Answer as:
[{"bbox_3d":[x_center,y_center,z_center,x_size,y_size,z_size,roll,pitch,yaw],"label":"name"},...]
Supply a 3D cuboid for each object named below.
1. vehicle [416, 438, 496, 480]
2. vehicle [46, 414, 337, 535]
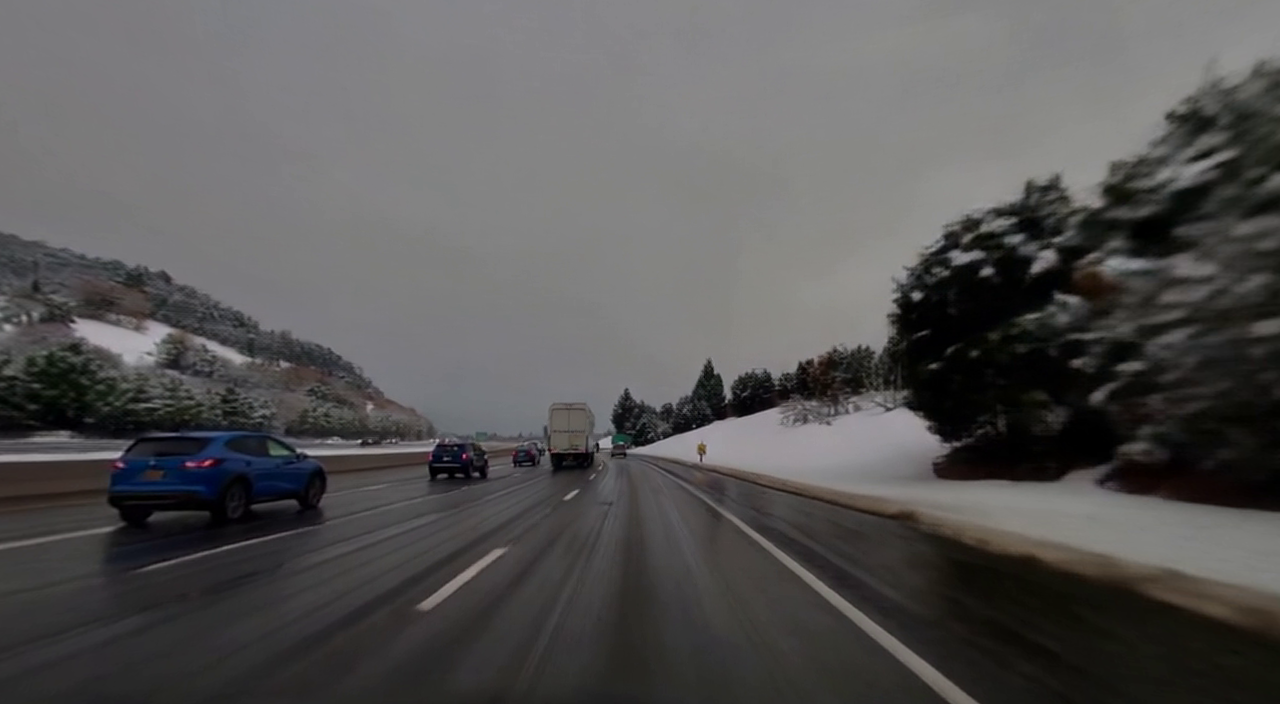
[{"bbox_3d":[-7.826,4.611,27.319,2.099,1.644,4.638,1,-9,-1],"label":"vehicle"},{"bbox_3d":[-7.575,2.115,11.367,2.081,1.740,4.268,1,-9,-1],"label":"vehicle"}]
